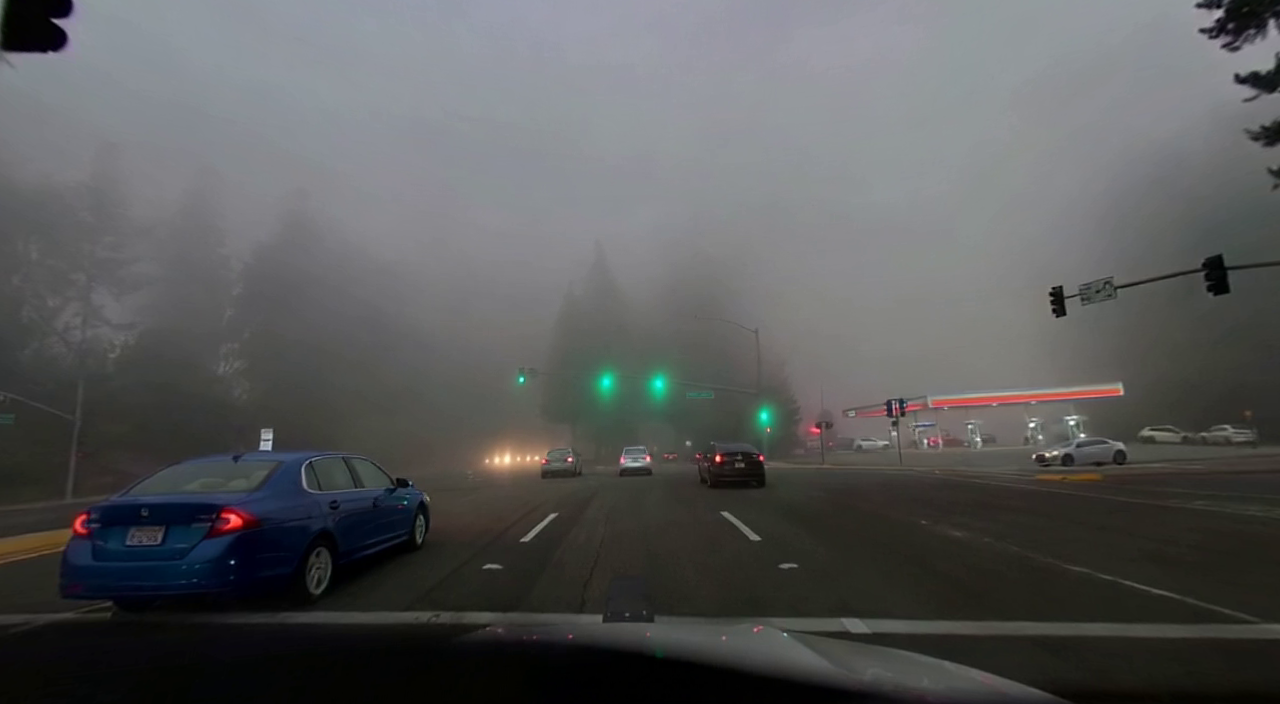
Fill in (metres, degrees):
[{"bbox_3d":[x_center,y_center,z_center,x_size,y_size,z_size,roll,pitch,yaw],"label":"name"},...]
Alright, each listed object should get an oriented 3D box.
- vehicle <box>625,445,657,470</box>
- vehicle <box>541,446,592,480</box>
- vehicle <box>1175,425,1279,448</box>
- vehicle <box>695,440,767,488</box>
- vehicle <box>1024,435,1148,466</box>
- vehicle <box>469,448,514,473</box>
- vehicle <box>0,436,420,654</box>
[{"bbox_3d":[0.051,6.606,39.555,1.934,1.470,3.988,0,-8,0],"label":"vehicle"},{"bbox_3d":[-3.388,5.172,29.769,1.841,1.474,4.038,0,-8,1],"label":"vehicle"},{"bbox_3d":[40.423,5.867,43.633,1.951,1.456,5.492,1,-8,0],"label":"vehicle"},{"bbox_3d":[3.046,3.832,21.919,1.883,1.465,3.975,0,-8,0],"label":"vehicle"},{"bbox_3d":[21.444,4.761,30.402,4.573,1.419,1.840,0,-8,-1],"label":"vehicle"},{"bbox_3d":[-11.331,8.301,48.426,2.130,1.672,4.549,-3,-8,3],"label":"vehicle"},{"bbox_3d":[-3.999,1.640,6.561,1.803,1.463,4.422,0,-8,0],"label":"vehicle"}]
